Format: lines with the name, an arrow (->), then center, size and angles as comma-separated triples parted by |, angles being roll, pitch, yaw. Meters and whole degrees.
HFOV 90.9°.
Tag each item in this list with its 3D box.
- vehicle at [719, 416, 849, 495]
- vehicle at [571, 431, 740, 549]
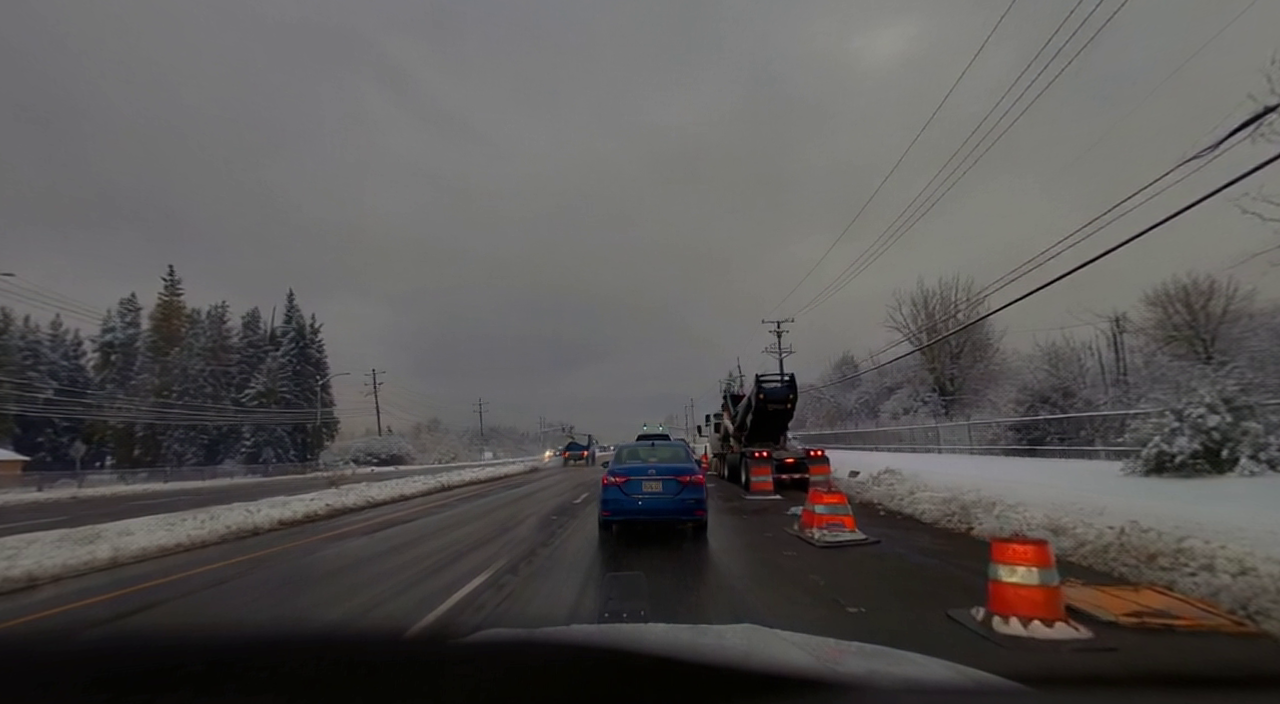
vehicle -> 4.104, 3.141, 19.437 | 2.555, 2.017, 6.201 | 0, -8, 0
vehicle -> 0.201, 2.059, 10.142 | 2.128, 1.473, 4.272 | 0, -8, 0
